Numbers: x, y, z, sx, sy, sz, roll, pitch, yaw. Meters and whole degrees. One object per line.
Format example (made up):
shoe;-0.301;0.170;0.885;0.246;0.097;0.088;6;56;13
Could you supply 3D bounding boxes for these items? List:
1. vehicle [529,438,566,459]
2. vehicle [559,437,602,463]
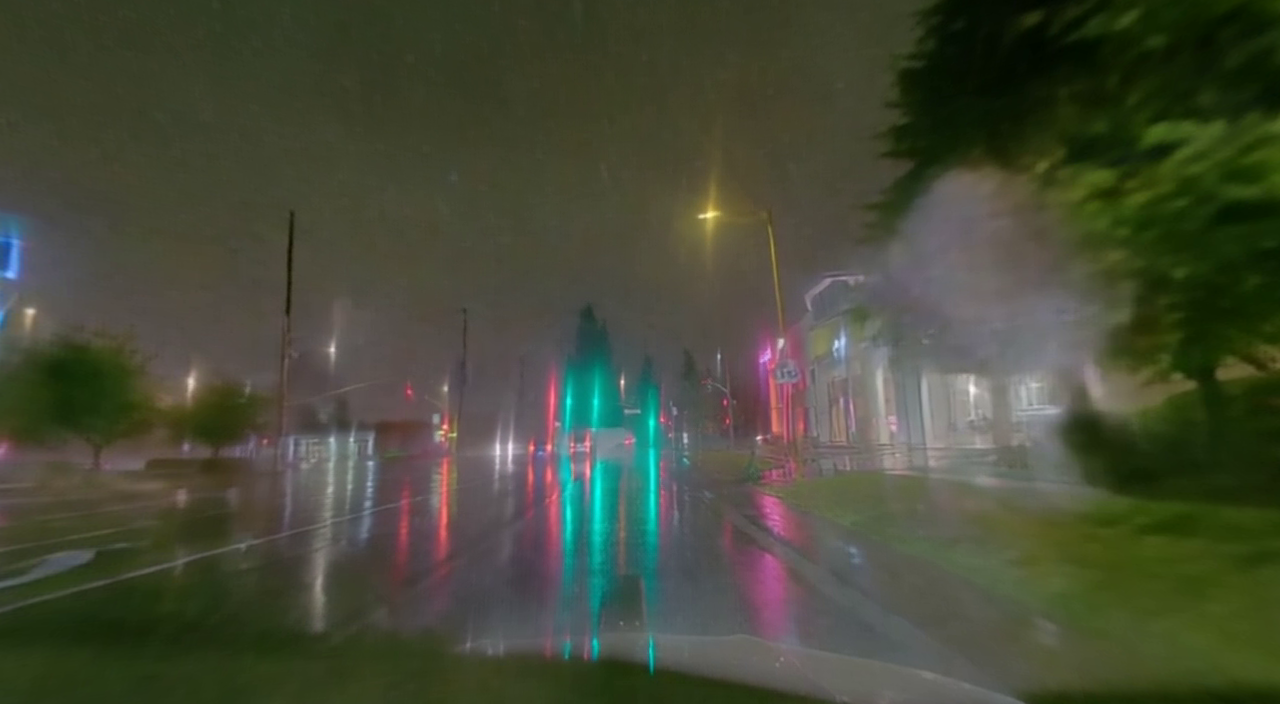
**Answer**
vehicle;-6.737;7.074;46.429;1.966;1.439;4.161;0;-8;2
vehicle;-3.501;5.877;38.100;2.054;1.449;4.772;0;-8;0
